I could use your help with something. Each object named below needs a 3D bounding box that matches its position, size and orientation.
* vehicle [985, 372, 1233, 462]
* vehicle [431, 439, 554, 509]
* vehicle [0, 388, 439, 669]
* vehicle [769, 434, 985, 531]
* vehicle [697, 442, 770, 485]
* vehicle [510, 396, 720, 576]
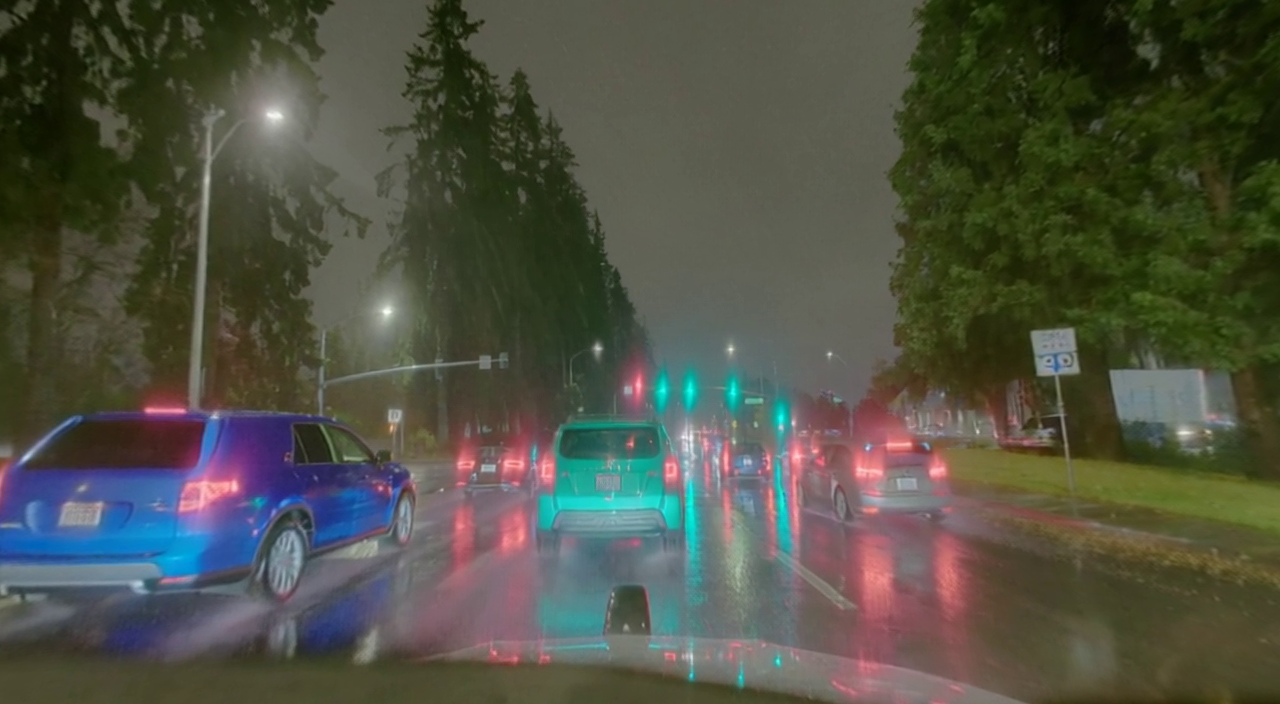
[{"bbox_3d":[17.857,2.550,24.369,7.314,3.230,2.680,0,-8,-1],"label":"vehicle"},{"bbox_3d":[-3.425,2.907,15.523,1.897,1.479,4.204,0,-8,1],"label":"vehicle"},{"bbox_3d":[-3.699,1.393,6.070,2.039,1.709,4.265,0,-8,1],"label":"vehicle"},{"bbox_3d":[4.216,2.386,12.260,2.036,1.480,4.659,1,-8,-5],"label":"vehicle"},{"bbox_3d":[3.340,4.058,23.310,1.996,1.443,4.270,0,-8,-1],"label":"vehicle"},{"bbox_3d":[-0.233,1.692,8.716,2.132,1.816,4.471,0,-8,1],"label":"vehicle"}]
